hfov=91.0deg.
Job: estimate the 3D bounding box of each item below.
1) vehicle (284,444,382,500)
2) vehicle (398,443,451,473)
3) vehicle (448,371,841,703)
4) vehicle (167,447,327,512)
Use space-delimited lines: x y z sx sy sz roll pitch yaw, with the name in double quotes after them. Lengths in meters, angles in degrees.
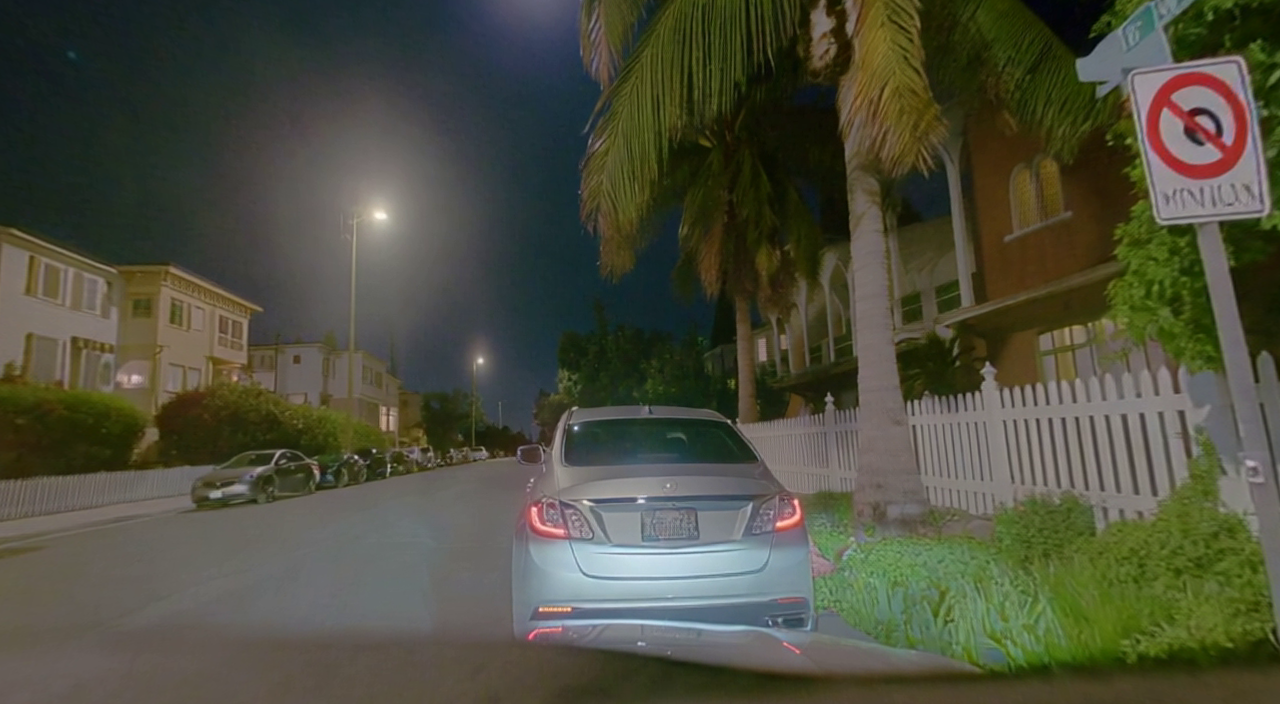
-12.143 4.721 25.257 2.048 1.485 4.757 -4 -4 -7 "vehicle"
-13.148 6.474 38.702 2.060 1.689 4.999 1 -8 -7 "vehicle"
-0.135 1.223 4.991 1.894 1.695 3.795 1 -8 -6 "vehicle"
-11.387 3.664 18.787 2.017 1.627 5.039 1 -8 -7 "vehicle"
